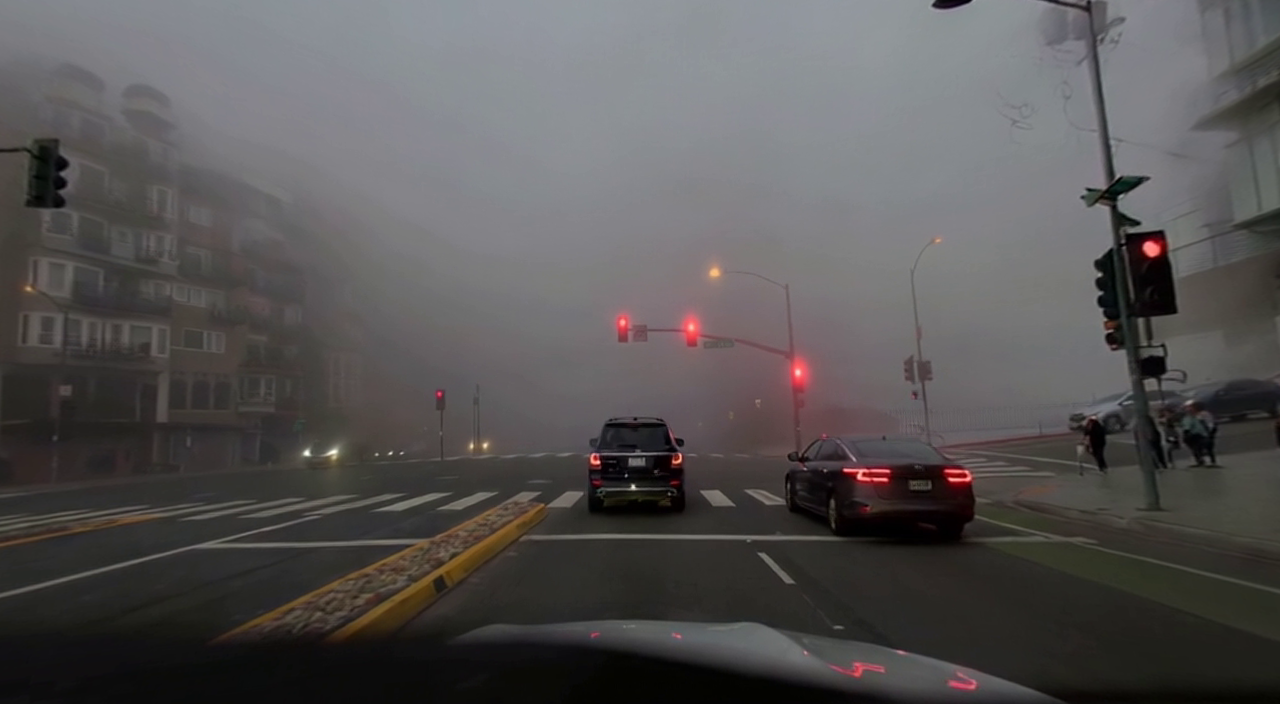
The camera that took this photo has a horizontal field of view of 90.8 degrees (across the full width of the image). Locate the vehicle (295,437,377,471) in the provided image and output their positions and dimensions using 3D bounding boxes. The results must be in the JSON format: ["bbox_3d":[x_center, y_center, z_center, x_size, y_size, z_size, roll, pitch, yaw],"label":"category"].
[{"bbox_3d":[-16.622,5.594,34.843,2.132,1.710,4.504,-1,-8,3],"label":"vehicle"}]

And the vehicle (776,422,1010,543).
[{"bbox_3d":[3.739,2.014,10.423,1.987,1.538,4.510,0,-8,0],"label":"vehicle"}]

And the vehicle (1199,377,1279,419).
[{"bbox_3d":[26.749,1.956,26.773,4.287,1.639,1.729,0,-8,2],"label":"vehicle"}]

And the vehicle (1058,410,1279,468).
[{"bbox_3d":[14.281,2.373,17.227,4.354,1.466,1.863,0,-8,1],"label":"vehicle"}]

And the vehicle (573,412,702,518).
[{"bbox_3d":[-0.009,2.215,12.785,2.168,1.776,4.135,0,-8,1],"label":"vehicle"}]
